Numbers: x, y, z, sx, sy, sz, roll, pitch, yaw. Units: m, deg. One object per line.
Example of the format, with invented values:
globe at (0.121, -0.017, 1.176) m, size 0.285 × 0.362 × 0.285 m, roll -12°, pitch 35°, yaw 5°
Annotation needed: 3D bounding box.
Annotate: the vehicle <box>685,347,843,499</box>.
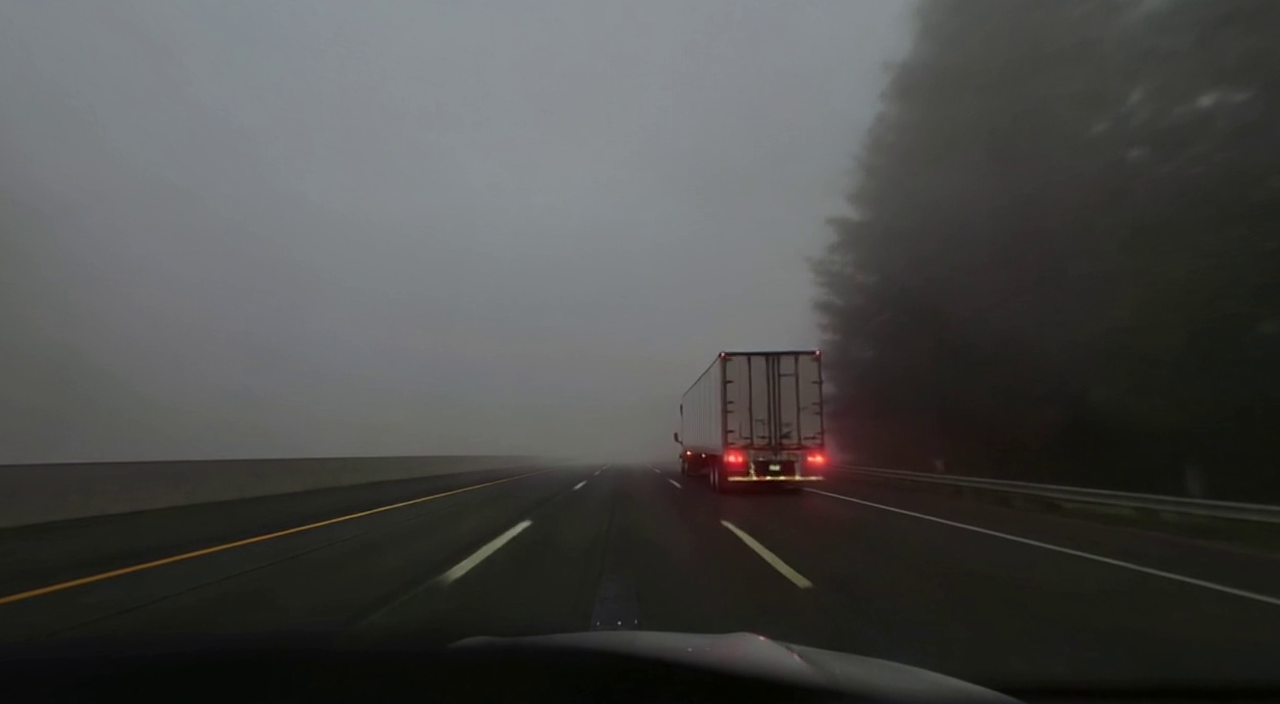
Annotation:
vehicle at (3.717, 2.845, 23.189) m, size 3.037 × 3.999 × 13.133 m, roll 0°, pitch -9°, yaw -1°
